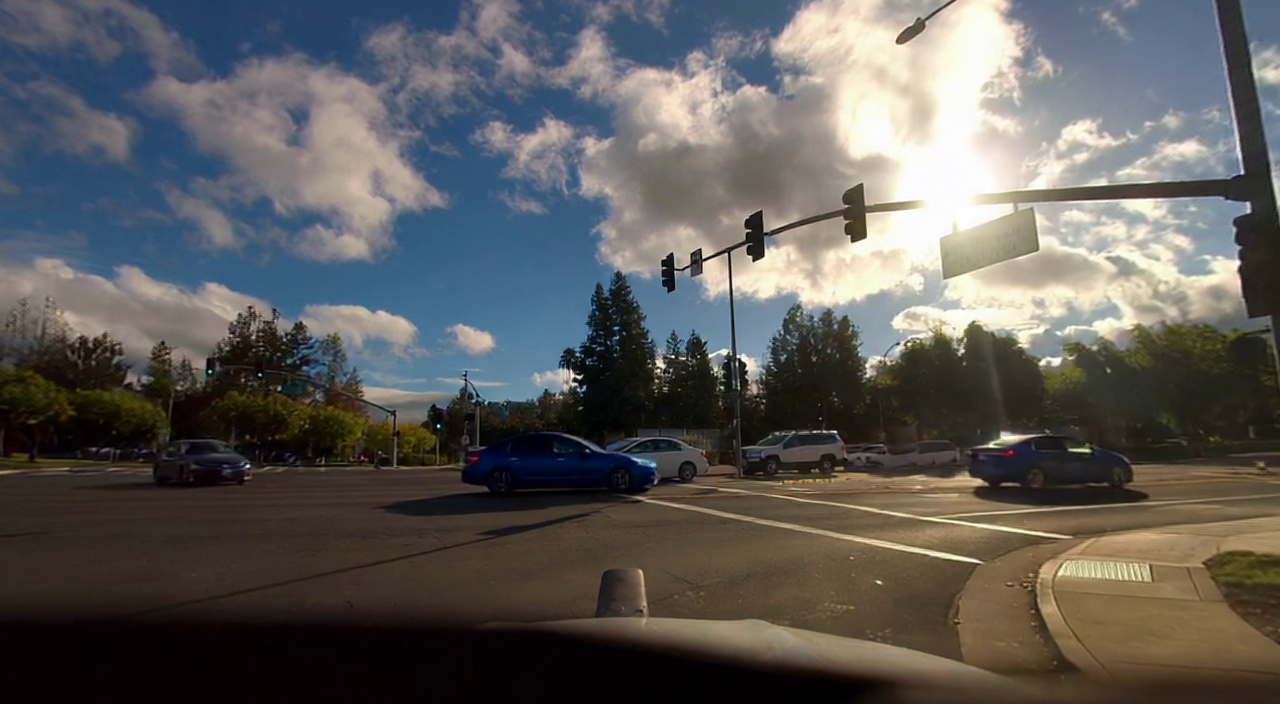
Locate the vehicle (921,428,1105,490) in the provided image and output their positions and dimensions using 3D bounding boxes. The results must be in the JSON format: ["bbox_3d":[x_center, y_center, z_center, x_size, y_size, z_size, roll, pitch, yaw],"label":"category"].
[{"bbox_3d":[12.318,3.473,20.825,5.332,1.807,2.450,4,-9,-24],"label":"vehicle"}]

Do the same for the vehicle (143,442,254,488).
[{"bbox_3d":[-15.804,3.946,22.468,4.589,1.462,1.953,-7,-11,39],"label":"vehicle"}]

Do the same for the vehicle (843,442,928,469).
[{"bbox_3d":[13.790,5.787,35.397,4.457,1.429,1.862,4,-9,-26],"label":"vehicle"}]

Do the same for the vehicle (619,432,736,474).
[{"bbox_3d":[1.562,4.143,26.016,4.483,1.589,1.852,4,-9,-26],"label":"vehicle"}]

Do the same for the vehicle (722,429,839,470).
[{"bbox_3d":[7.271,5.057,32.534,5.791,1.964,2.199,5,-10,-26],"label":"vehicle"}]

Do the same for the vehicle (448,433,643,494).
[{"bbox_3d":[-2.401,2.960,16.892,4.826,1.484,2.000,-1,-8,5],"label":"vehicle"}]
